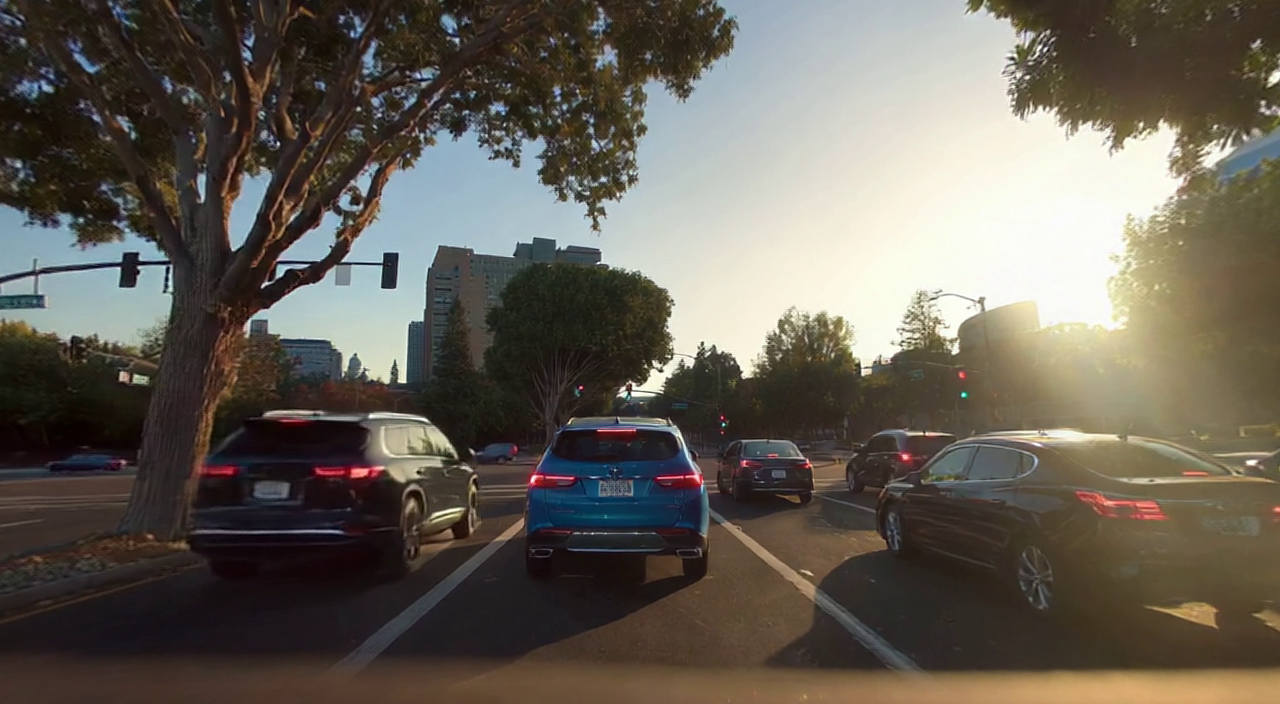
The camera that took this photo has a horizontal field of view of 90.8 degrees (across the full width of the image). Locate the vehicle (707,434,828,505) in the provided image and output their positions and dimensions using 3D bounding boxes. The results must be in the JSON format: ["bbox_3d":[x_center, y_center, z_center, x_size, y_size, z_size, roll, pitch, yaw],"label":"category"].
[{"bbox_3d":[2.990,2.856,15.775,1.950,1.506,4.086,0,-8,-3],"label":"vehicle"}]

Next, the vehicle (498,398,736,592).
[{"bbox_3d":[-0.268,1.550,7.627,2.101,1.707,3.904,0,-8,-2],"label":"vehicle"}]

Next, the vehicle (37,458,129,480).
[{"bbox_3d":[-37.998,7.981,43.150,4.468,1.430,1.770,0,-8,-2],"label":"vehicle"}]

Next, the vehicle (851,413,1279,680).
[{"bbox_3d":[3.628,1.396,5.708,1.861,1.478,4.185,0,-8,-2],"label":"vehicle"}]

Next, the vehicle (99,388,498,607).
[{"bbox_3d":[-3.380,1.563,7.773,2.186,1.794,4.972,0,-8,-1],"label":"vehicle"}]
